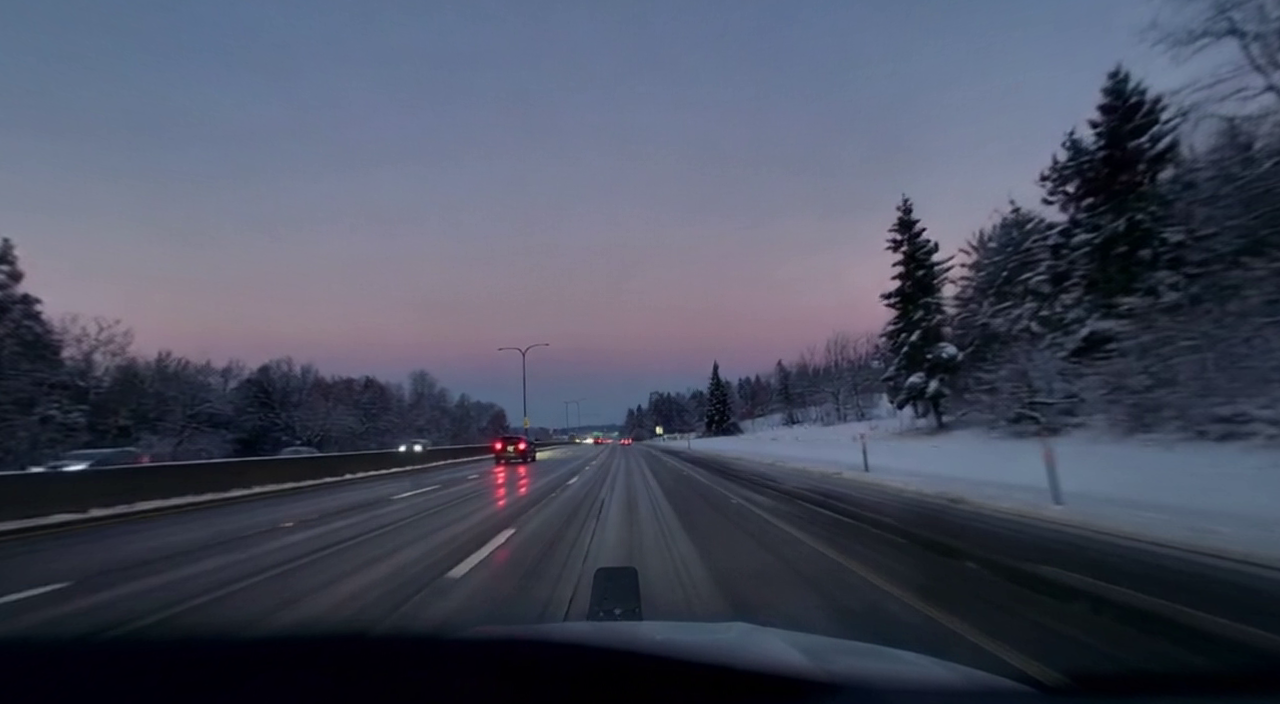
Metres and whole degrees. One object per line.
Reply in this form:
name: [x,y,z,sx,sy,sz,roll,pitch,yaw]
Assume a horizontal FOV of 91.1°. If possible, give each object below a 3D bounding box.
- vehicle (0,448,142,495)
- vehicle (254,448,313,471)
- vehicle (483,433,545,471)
vehicle: [-23.642,4.903,26.222,1.896,1.640,4.744,0,-8,-2]
vehicle: [-24.504,7.355,43.338,1.692,1.446,4.110,0,-8,-1]
vehicle: [-5.367,4.297,27.324,1.988,1.505,4.044,0,-8,-2]
